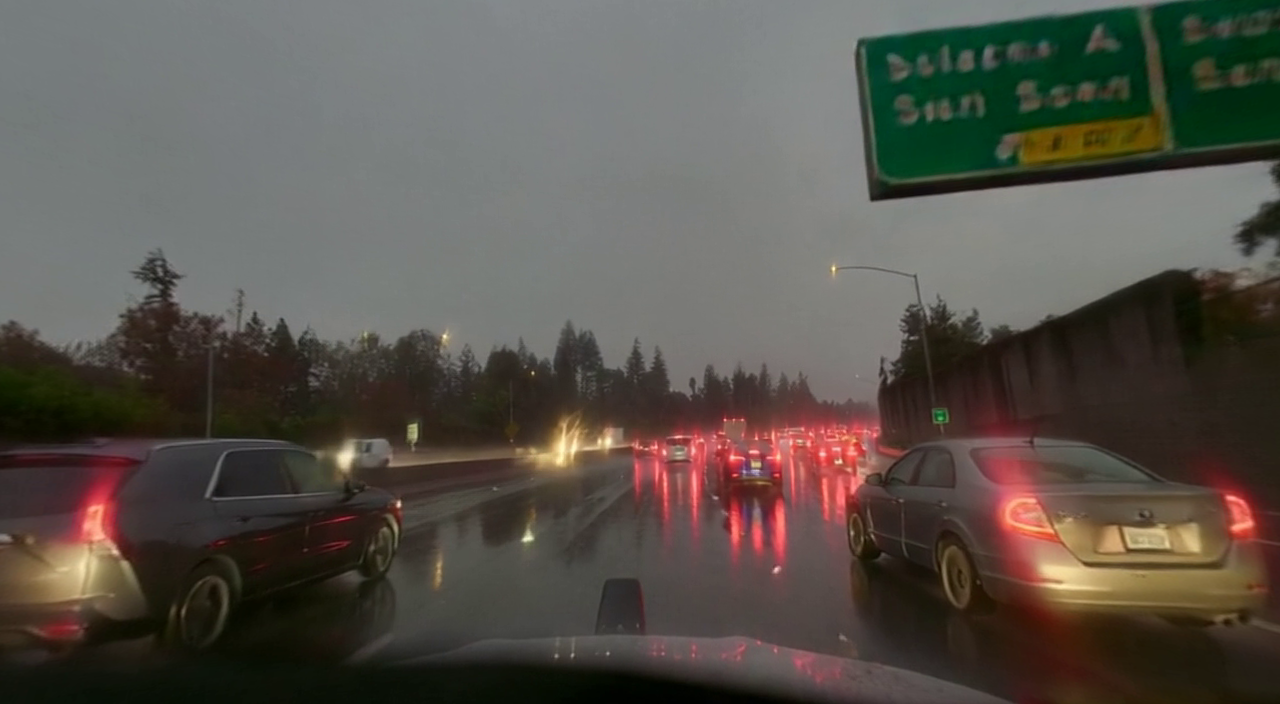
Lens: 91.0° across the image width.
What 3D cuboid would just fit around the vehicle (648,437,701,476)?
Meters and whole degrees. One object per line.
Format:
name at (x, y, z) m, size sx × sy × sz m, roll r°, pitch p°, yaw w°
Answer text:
vehicle at (1.555, 4.636, 28.025) m, size 2.201 × 1.614 × 3.803 m, roll -1°, pitch -9°, yaw 4°

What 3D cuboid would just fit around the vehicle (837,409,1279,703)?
vehicle at (3.442, 1.390, 5.453) m, size 2.014 × 1.489 × 4.696 m, roll 0°, pitch -9°, yaw 1°

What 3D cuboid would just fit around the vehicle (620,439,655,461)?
vehicle at (-0.154, 7.264, 46.555) m, size 2.059 × 1.516 × 4.236 m, roll -1°, pitch -9°, yaw 7°

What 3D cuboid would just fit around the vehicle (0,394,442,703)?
vehicle at (-3.242, 1.297, 4.777) m, size 1.937 × 1.558 × 4.469 m, roll 0°, pitch -9°, yaw 1°

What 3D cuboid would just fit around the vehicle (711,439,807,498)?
vehicle at (3.299, 3.331, 18.382) m, size 2.009 × 1.489 × 4.559 m, roll 0°, pitch -9°, yaw 1°
